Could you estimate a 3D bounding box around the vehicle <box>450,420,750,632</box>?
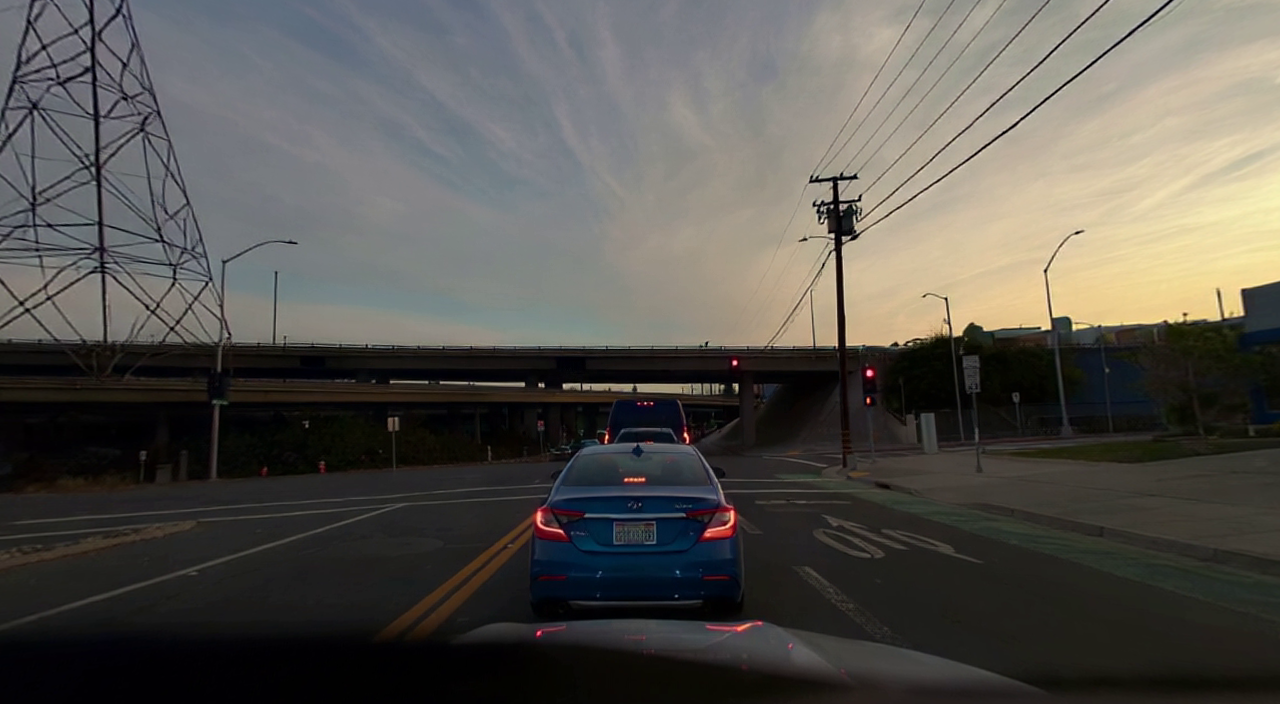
[{"bbox_3d":[-0.243,1.526,6.477,2.090,1.458,4.033,-1,-9,1],"label":"vehicle"}]
